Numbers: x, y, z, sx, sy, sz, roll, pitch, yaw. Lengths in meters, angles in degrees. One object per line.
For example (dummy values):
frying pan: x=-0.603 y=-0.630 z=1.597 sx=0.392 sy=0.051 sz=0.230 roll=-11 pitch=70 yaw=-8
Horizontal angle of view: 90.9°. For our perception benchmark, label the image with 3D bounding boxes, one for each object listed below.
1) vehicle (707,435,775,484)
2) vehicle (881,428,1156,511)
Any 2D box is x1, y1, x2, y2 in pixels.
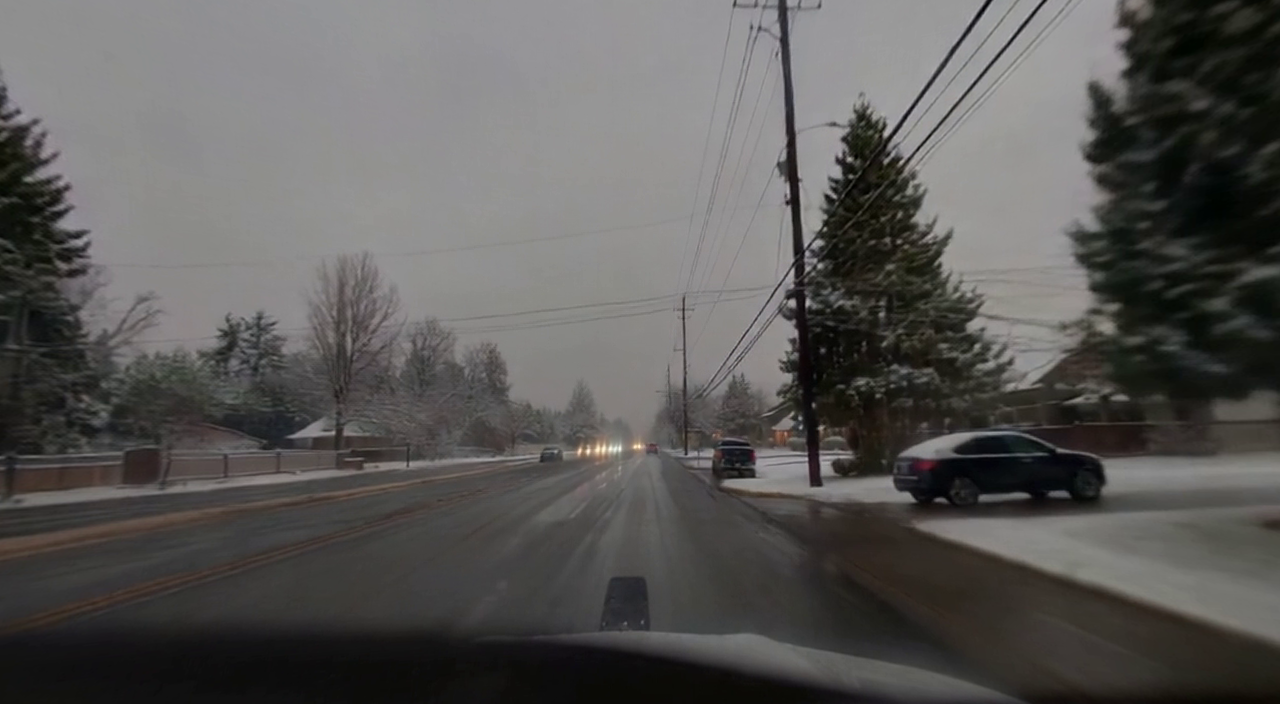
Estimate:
vehicle: x=4.314 y=4.672 z=27.768 sx=2.228 sy=1.885 sz=4.854 roll=1 pitch=-8 yaw=0
vehicle: x=7.967 y=2.507 z=13.658 sx=4.719 sy=1.556 sz=1.869 roll=1 pitch=-8 yaw=1
